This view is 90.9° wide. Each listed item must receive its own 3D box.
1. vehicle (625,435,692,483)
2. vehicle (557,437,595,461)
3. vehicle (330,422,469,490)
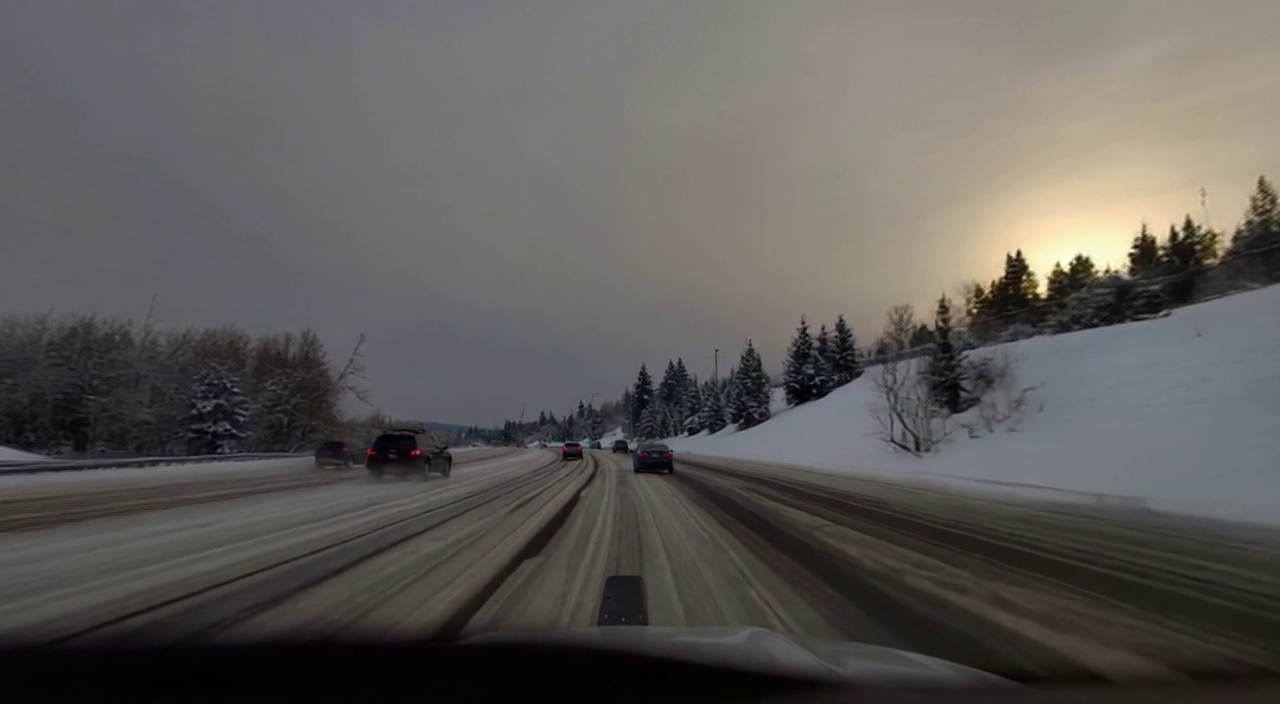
[{"bbox_3d":[0.532,3.618,21.532,2.051,1.444,3.927,0,-9,-1],"label":"vehicle"},{"bbox_3d":[-4.286,6.593,42.718,2.246,1.519,4.980,1,-9,-2],"label":"vehicle"},{"bbox_3d":[-6.695,2.967,18.266,2.221,1.693,4.631,0,-9,0],"label":"vehicle"}]
